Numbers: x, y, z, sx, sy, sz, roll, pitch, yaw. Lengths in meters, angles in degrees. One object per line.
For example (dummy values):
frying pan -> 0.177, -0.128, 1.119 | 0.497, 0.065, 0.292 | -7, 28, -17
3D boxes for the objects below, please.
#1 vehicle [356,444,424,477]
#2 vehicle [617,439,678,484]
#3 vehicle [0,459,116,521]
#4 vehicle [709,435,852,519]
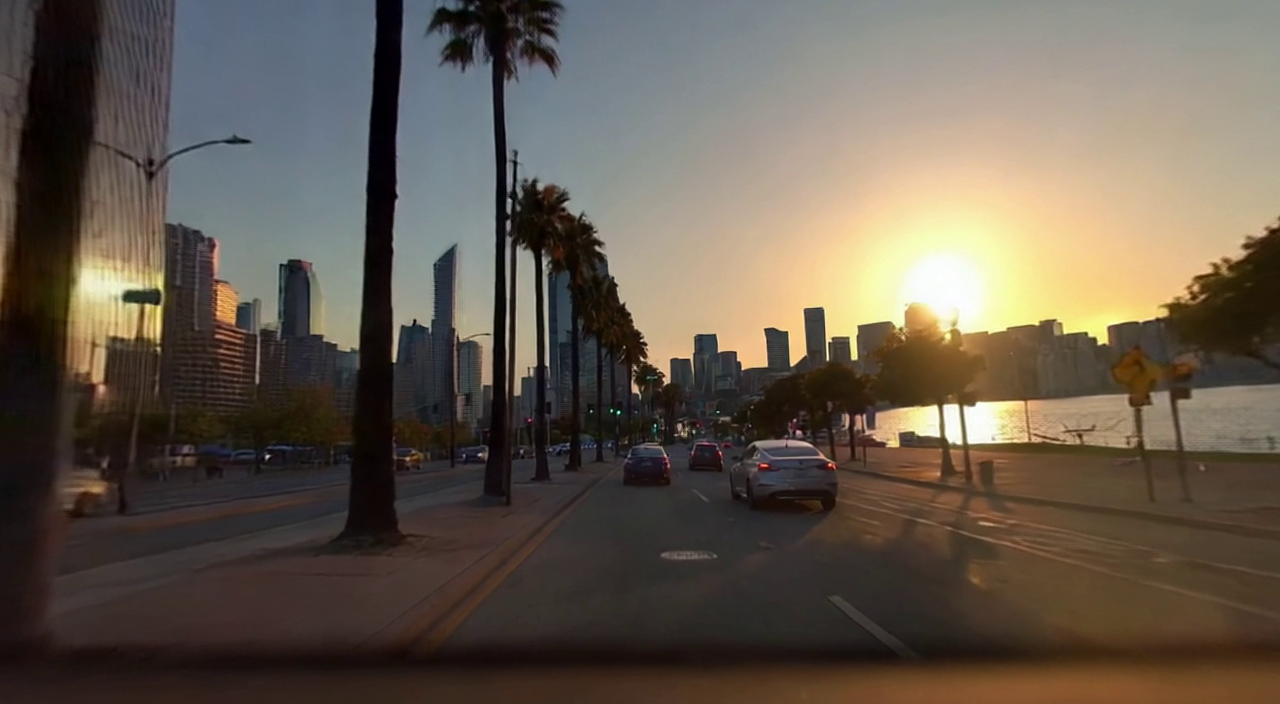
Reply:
vehicle -> -15.461, 6.698, 39.266 | 2.048, 1.830, 5.136 | -1, -8, 1
vehicle -> 0.335, 3.977, 23.169 | 2.077, 1.518, 3.760 | -1, -8, 2
vehicle -> -18.198, 4.018, 18.618 | 1.887, 1.569, 4.014 | 0, -8, 0
vehicle -> 2.843, 2.651, 14.037 | 2.051, 1.509, 4.933 | 0, -8, 0
